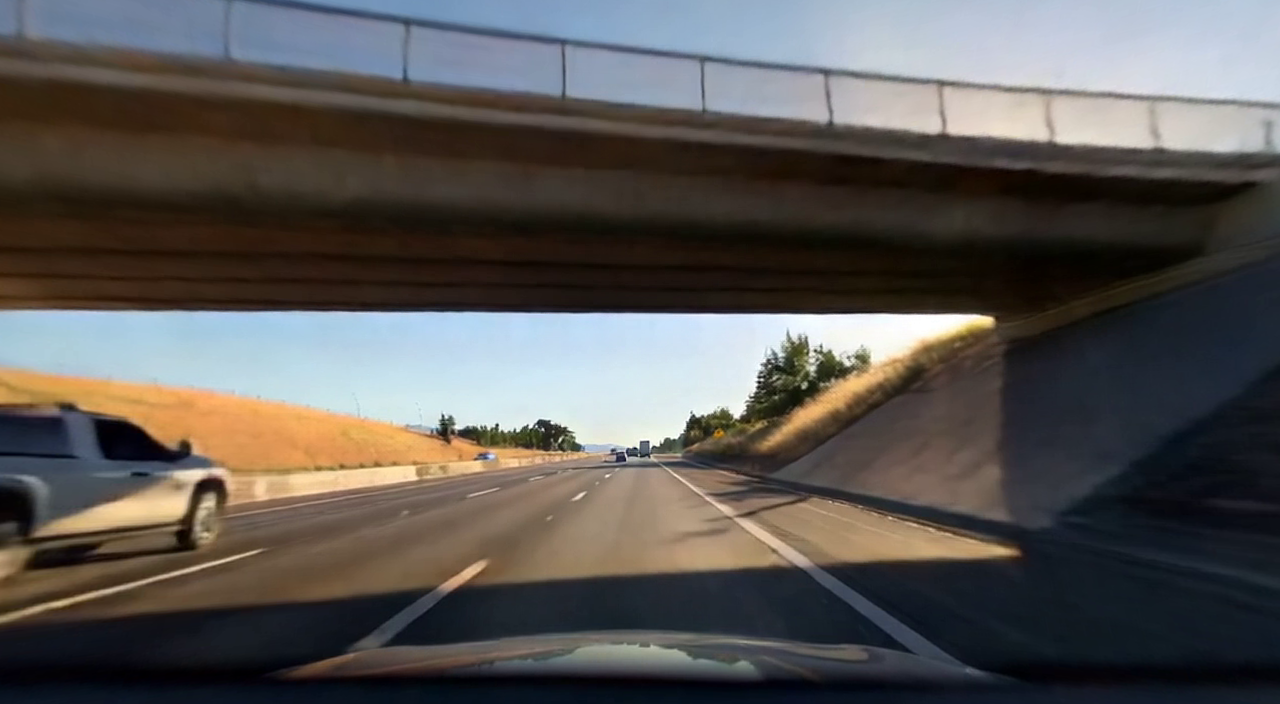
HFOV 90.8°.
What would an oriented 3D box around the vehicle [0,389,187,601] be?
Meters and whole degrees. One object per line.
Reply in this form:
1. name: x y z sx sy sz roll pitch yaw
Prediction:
1. vehicle: -7.053 1.279 5.550 2.232 1.947 5.180 0 -9 0
